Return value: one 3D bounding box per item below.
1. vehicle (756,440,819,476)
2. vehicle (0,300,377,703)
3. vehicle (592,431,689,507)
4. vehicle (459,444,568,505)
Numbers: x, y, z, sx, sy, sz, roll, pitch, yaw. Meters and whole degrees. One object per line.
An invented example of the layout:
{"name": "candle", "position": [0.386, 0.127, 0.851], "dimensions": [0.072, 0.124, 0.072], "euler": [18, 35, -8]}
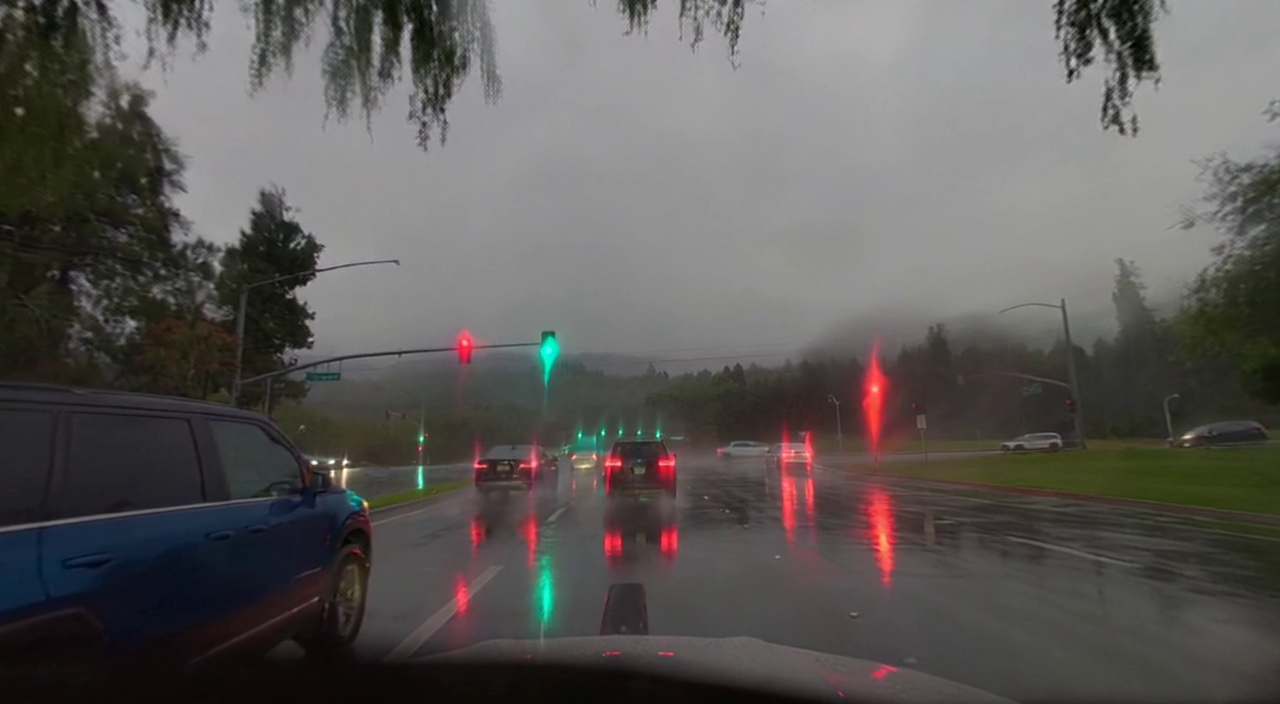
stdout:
{"name": "vehicle", "position": [7.941, 5.741, 34.444], "dimensions": [2.166, 1.761, 4.692], "euler": [0, -8, -1]}
{"name": "vehicle", "position": [-3.512, 0.843, 2.930], "dimensions": [2.320, 1.863, 5.148], "euler": [0, -8, 0]}
{"name": "vehicle", "position": [0.023, 3.096, 17.160], "dimensions": [2.298, 1.770, 4.138], "euler": [0, -8, 0]}
{"name": "vehicle", "position": [-3.437, 3.420, 18.234], "dimensions": [2.061, 1.504, 5.142], "euler": [0, -8, 0]}
